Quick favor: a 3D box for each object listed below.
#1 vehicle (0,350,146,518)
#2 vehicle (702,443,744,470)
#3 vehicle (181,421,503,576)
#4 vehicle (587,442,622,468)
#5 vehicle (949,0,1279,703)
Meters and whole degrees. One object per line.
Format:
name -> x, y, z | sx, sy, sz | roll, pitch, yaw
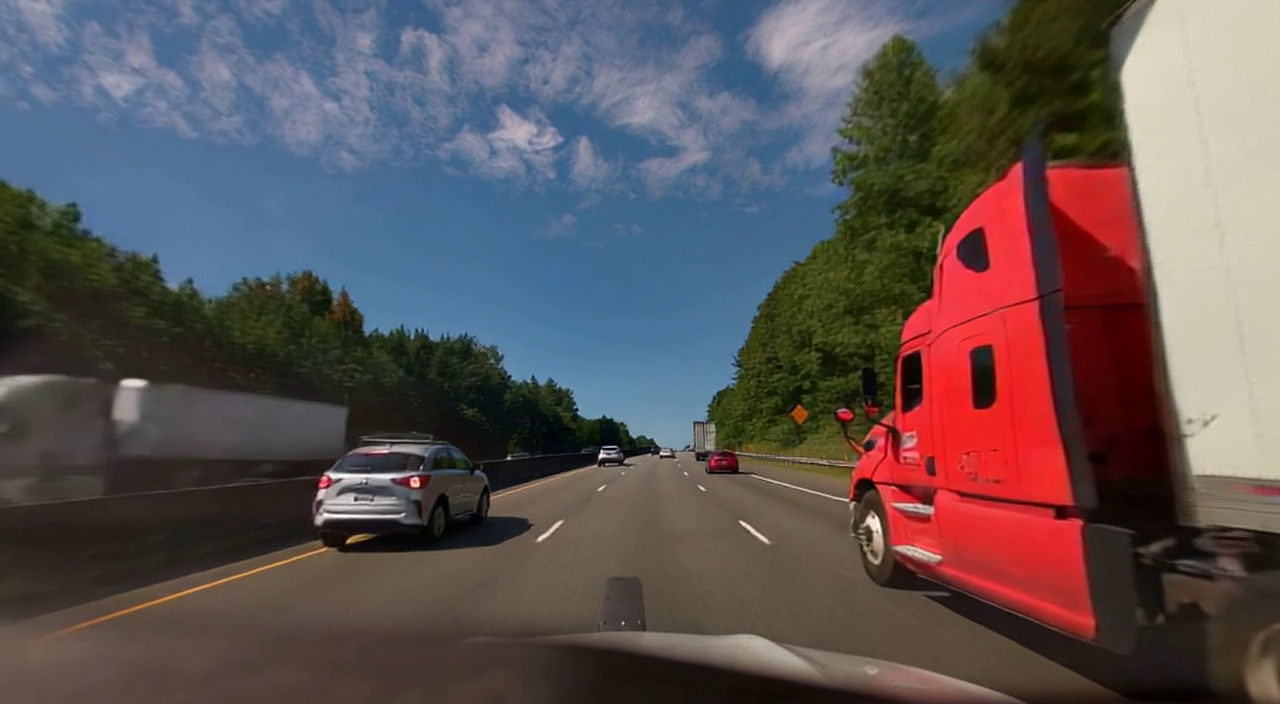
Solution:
vehicle -> -15.679, 1.938, 14.718 | 3.109, 3.685, 5.956 | 0, -9, 1
vehicle -> 5.180, 6.583, 39.704 | 2.176, 1.598, 3.878 | 0, -9, 1
vehicle -> -3.513, 1.845, 8.765 | 2.085, 1.530, 4.809 | 0, -9, 0
vehicle -> -2.377, 7.041, 43.229 | 2.017, 1.683, 4.309 | 0, -9, 2
vehicle -> 4.385, -0.110, 2.844 | 2.976, 3.886, 5.835 | 0, -9, 1
